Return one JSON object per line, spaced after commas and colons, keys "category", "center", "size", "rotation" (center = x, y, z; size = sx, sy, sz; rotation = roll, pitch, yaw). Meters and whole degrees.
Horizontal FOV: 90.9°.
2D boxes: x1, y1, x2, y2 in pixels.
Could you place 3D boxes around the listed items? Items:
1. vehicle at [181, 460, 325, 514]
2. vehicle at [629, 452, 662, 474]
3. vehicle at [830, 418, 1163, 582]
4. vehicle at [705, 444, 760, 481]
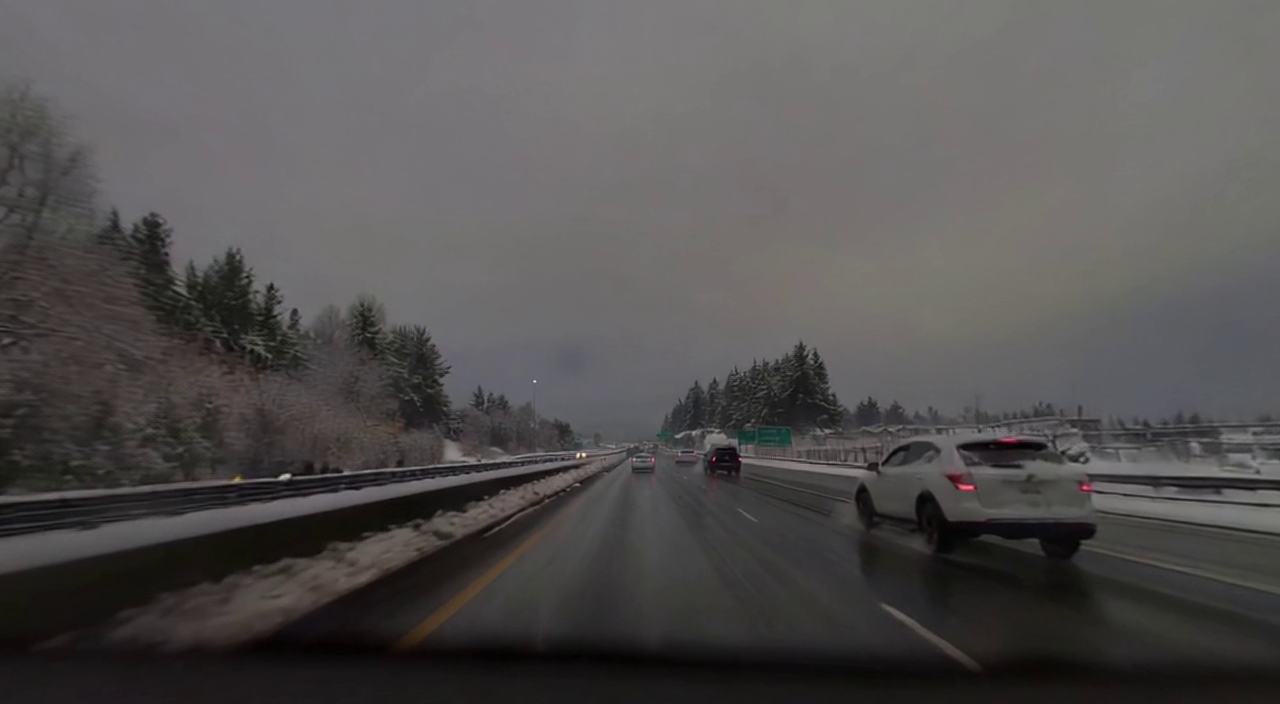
{"category": "vehicle", "center": [-12.313, 4.293, 20.472], "size": [1.830, 1.463, 4.503], "rotation": [0, -9, 0]}
{"category": "vehicle", "center": [0.356, 7.142, 40.772], "size": [2.012, 1.320, 3.777], "rotation": [0, -9, 1]}
{"category": "vehicle", "center": [4.290, 1.846, 8.676], "size": [1.969, 1.639, 4.472], "rotation": [0, -9, 0]}
{"category": "vehicle", "center": [4.330, 5.230, 30.023], "size": [1.935, 1.594, 3.981], "rotation": [0, -9, -1]}
